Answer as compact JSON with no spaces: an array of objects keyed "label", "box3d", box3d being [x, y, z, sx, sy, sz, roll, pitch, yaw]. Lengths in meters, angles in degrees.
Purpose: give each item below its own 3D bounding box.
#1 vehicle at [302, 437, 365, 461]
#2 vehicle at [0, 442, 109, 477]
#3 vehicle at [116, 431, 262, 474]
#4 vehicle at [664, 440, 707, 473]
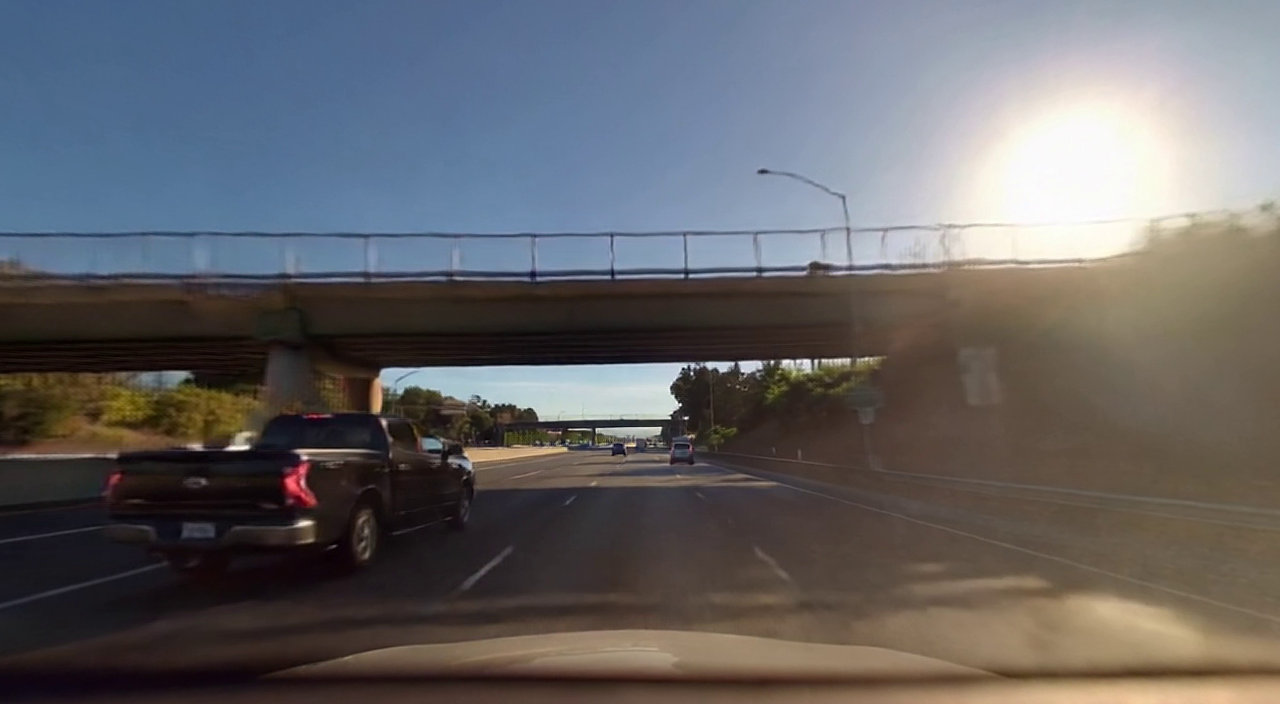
[{"label":"vehicle","box3d":[-23.247,7.380,48.099,2.123,1.721,5.137,0,-8,1]},{"label":"vehicle","box3d":[-27.148,4.843,28.729,1.837,1.452,4.655,0,-8,1]},{"label":"vehicle","box3d":[-19.869,4.468,28.253,2.203,1.733,5.705,0,-8,1]},{"label":"vehicle","box3d":[2.344,5.588,33.993,2.010,1.637,4.940,0,-8,1]}]
